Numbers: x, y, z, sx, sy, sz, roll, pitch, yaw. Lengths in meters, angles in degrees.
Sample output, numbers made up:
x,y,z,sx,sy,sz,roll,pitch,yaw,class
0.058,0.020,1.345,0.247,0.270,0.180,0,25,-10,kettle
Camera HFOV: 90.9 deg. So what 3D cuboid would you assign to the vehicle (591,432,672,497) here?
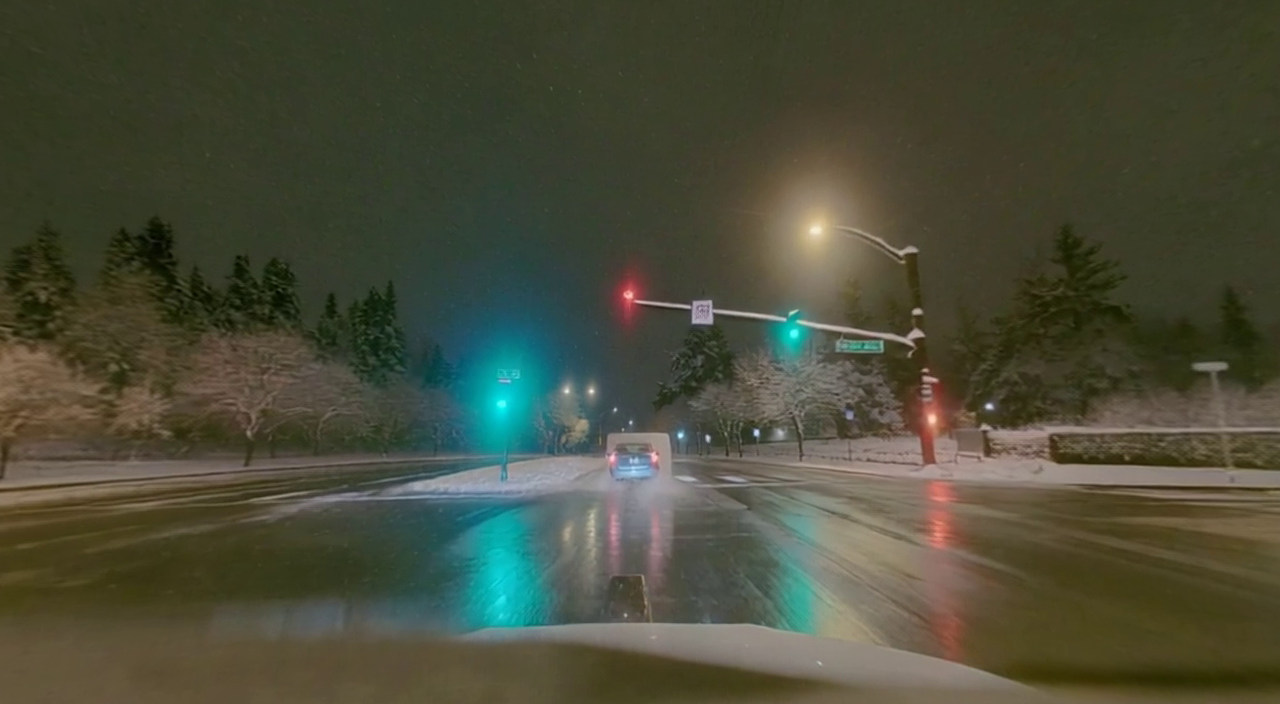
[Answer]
x,y,z,sx,sy,sz,roll,pitch,yaw,class
-0.254,3.371,19.293,2.192,1.734,4.176,0,-9,0,vehicle
